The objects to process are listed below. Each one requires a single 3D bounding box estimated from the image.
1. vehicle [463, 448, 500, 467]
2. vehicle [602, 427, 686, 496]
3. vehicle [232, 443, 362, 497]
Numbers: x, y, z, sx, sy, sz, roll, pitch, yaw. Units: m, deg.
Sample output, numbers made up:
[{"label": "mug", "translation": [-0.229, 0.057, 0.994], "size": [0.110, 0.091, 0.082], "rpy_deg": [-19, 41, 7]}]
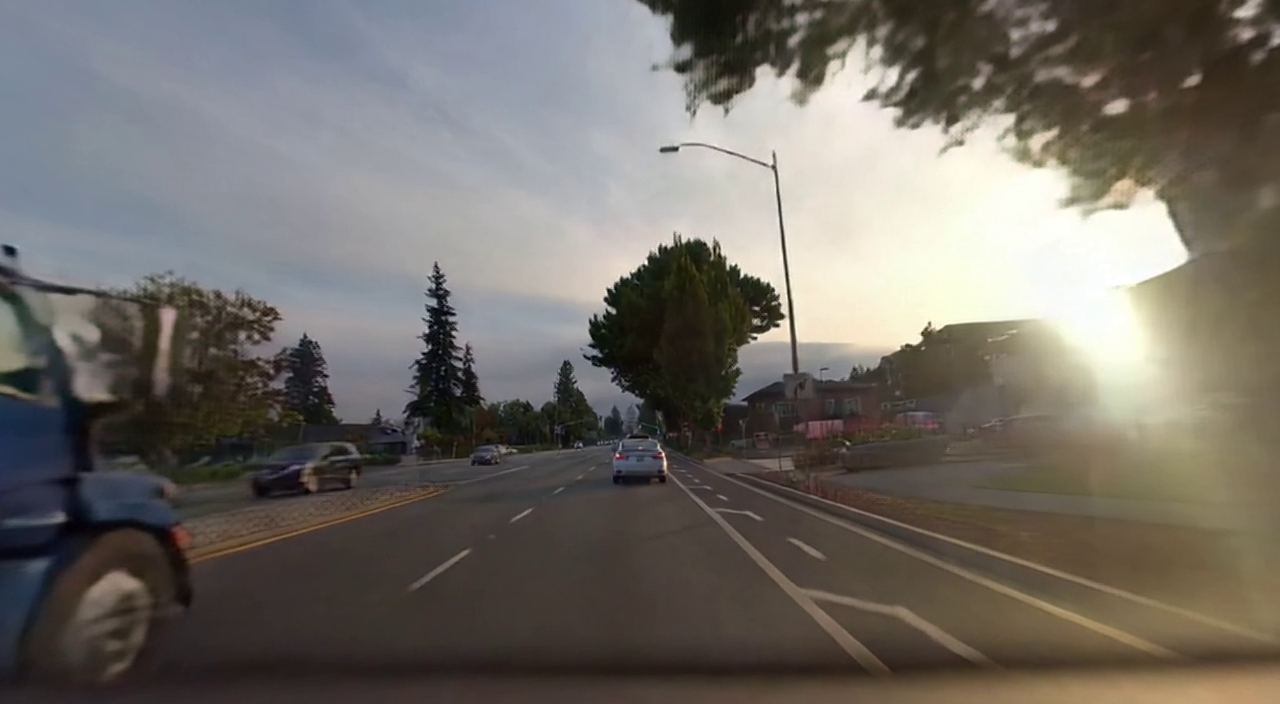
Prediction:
[{"label": "vehicle", "translation": [-12.169, 8.110, 48.861], "size": [1.797, 1.364, 4.169], "rpy_deg": [0, -8, 0]}, {"label": "vehicle", "translation": [0.075, 3.007, 17.644], "size": [2.094, 1.682, 3.866], "rpy_deg": [0, -8, -1]}, {"label": "vehicle", "translation": [-12.091, 4.124, 22.685], "size": [2.143, 1.711, 4.477], "rpy_deg": [0, -8, 0]}]
